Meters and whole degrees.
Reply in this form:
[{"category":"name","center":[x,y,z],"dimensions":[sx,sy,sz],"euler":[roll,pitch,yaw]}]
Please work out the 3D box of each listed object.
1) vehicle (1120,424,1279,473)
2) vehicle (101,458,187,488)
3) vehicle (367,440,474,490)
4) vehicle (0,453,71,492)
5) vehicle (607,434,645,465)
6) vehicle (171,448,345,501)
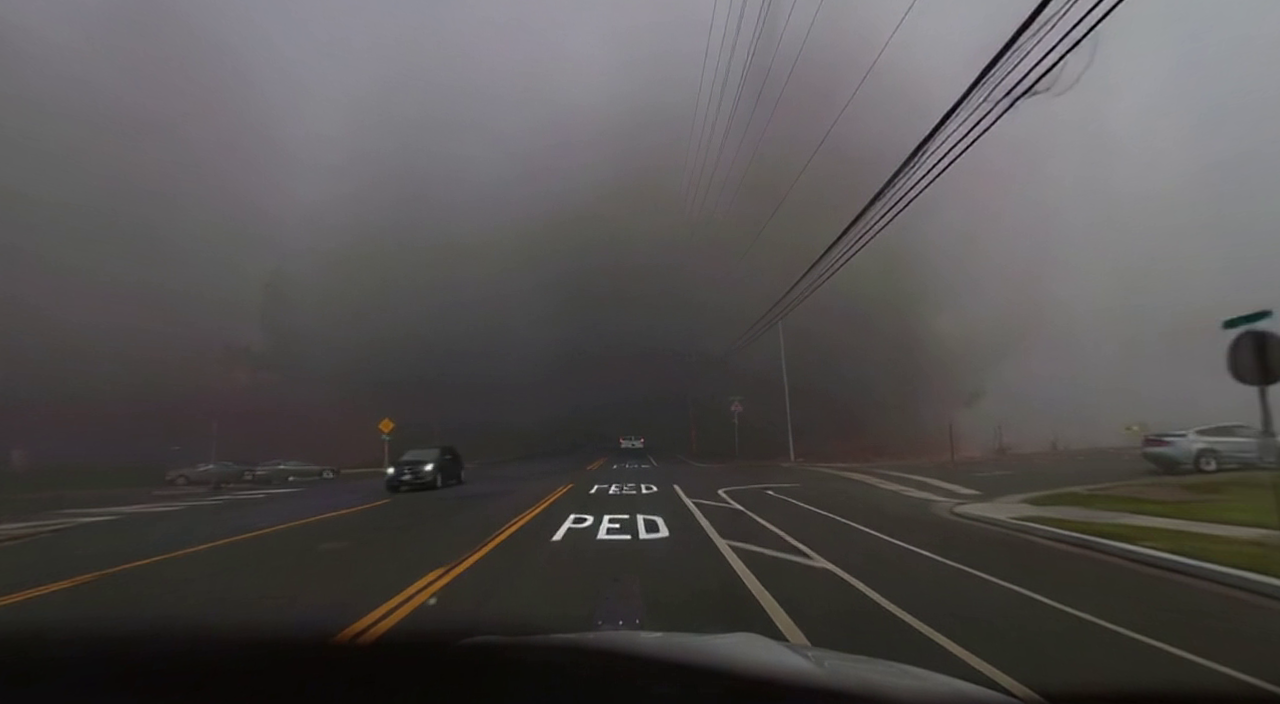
[{"category":"vehicle","center":[18.623,3.151,20.650],"dimensions":[4.292,1.489,1.895],"euler":[0,-8,-1]},{"category":"vehicle","center":[-28.188,6.842,36.052],"dimensions":[1.806,1.503,3.853],"euler":[0,-8,-2]},{"category":"vehicle","center":[-7.200,3.739,21.307],"dimensions":[2.034,1.464,4.438],"euler":[0,-8,0]},{"category":"vehicle","center":[-36.549,6.960,36.721],"dimensions":[2.162,2.070,5.031],"euler":[0,-8,1]},{"category":"vehicle","center":[-0.690,4.993,32.438],"dimensions":[1.877,1.448,3.830],"euler":[0,-8,0]},{"category":"vehicle","center":[-14.132,4.528,23.631],"dimensions":[5.190,1.502,2.085],"euler":[-4,-8,-1]}]
